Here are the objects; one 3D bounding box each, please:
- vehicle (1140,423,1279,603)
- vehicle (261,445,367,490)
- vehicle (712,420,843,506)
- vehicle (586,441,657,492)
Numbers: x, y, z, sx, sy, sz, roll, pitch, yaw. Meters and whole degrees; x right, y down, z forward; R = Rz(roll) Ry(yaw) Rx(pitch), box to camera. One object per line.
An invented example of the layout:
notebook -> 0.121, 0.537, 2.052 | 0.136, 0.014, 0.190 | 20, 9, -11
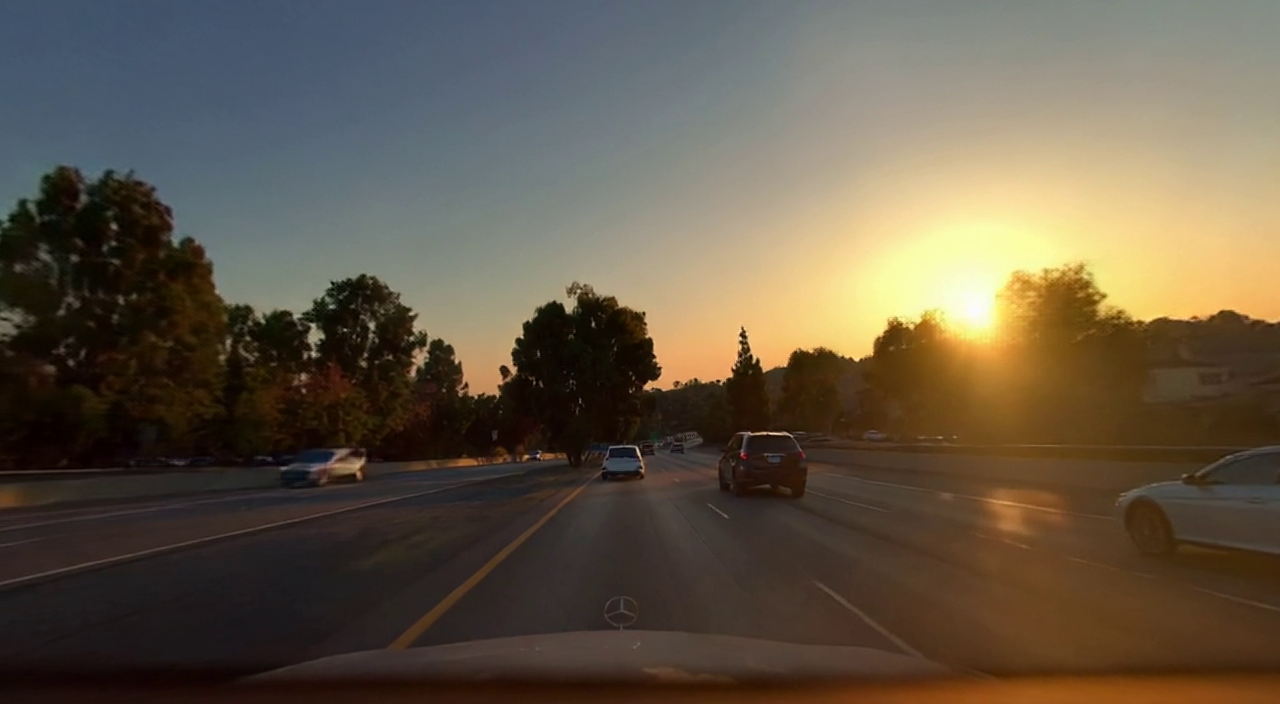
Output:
vehicle -> 6.505, 1.177, 4.219 | 2.434, 1.467, 4.726 | 0, -8, -1
vehicle -> -14.533, 5.139, 28.582 | 2.178, 1.793, 4.921 | 0, -8, 0
vehicle -> 3.266, 2.765, 16.149 | 2.186, 1.842, 4.553 | 0, -8, -2
vehicle -> -0.553, 3.606, 20.266 | 2.040, 1.451, 3.736 | 0, -8, 0
